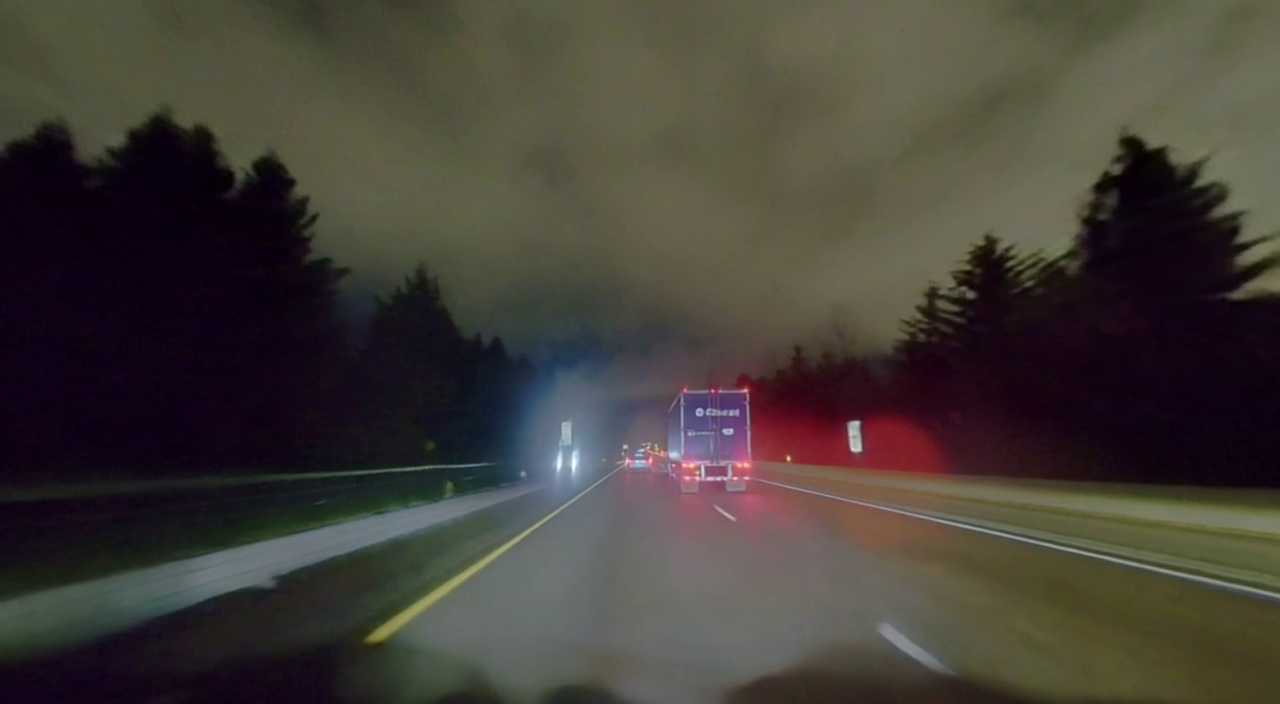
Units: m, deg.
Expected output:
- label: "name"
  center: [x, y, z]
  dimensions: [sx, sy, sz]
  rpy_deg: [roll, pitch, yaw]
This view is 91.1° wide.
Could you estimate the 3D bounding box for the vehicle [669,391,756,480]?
- label: "vehicle"
  center: [3.655, 4.772, 35.125]
  dimensions: [3.440, 4.090, 11.380]
  rpy_deg: [-1, -9, 0]
